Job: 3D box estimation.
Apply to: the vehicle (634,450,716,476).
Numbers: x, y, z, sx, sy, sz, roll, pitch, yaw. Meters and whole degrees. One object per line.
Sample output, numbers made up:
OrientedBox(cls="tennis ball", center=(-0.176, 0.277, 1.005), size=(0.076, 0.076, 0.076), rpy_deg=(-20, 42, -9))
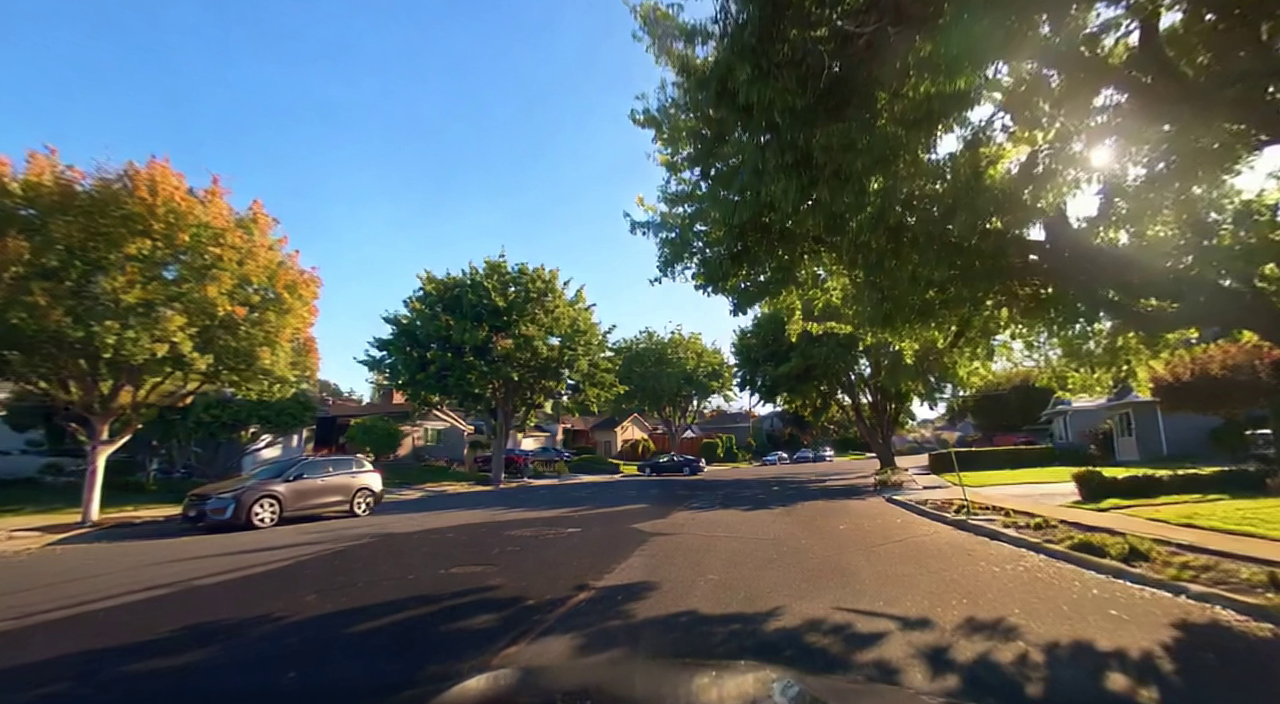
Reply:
OrientedBox(cls="vehicle", center=(2.153, 6.823, 39.020), size=(4.653, 1.480, 1.871), rpy_deg=(-4, -9, 23))
